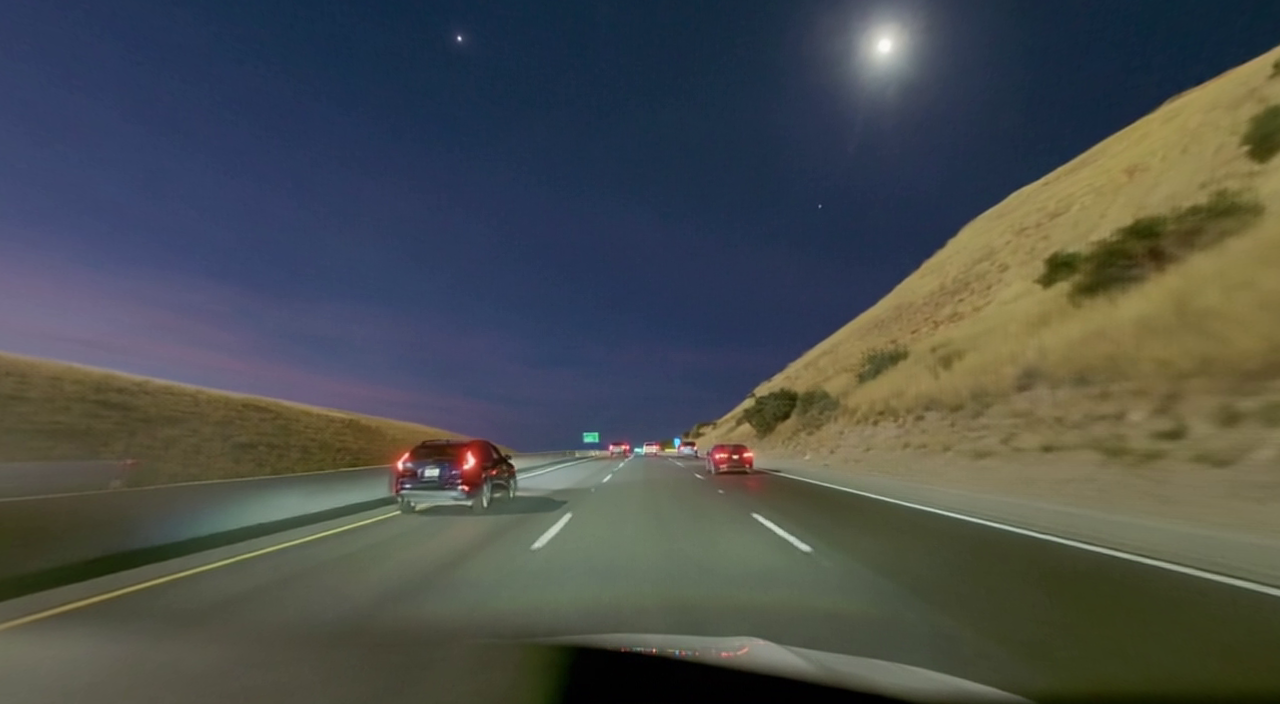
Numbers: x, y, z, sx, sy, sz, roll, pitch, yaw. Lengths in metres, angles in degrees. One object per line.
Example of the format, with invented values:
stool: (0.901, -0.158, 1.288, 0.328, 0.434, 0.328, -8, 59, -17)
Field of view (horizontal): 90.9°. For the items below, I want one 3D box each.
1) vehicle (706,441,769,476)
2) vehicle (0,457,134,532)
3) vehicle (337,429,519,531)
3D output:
vehicle: (3.921, 4.340, 25.975, 1.976, 1.352, 3.602, 0, -8, -1)
vehicle: (-39.115, 8.719, 38.505, 2.899, 4.149, 16.070, 0, -8, 1)
vehicle: (-3.575, 2.214, 11.508, 1.910, 1.521, 3.930, 0, -8, 1)
